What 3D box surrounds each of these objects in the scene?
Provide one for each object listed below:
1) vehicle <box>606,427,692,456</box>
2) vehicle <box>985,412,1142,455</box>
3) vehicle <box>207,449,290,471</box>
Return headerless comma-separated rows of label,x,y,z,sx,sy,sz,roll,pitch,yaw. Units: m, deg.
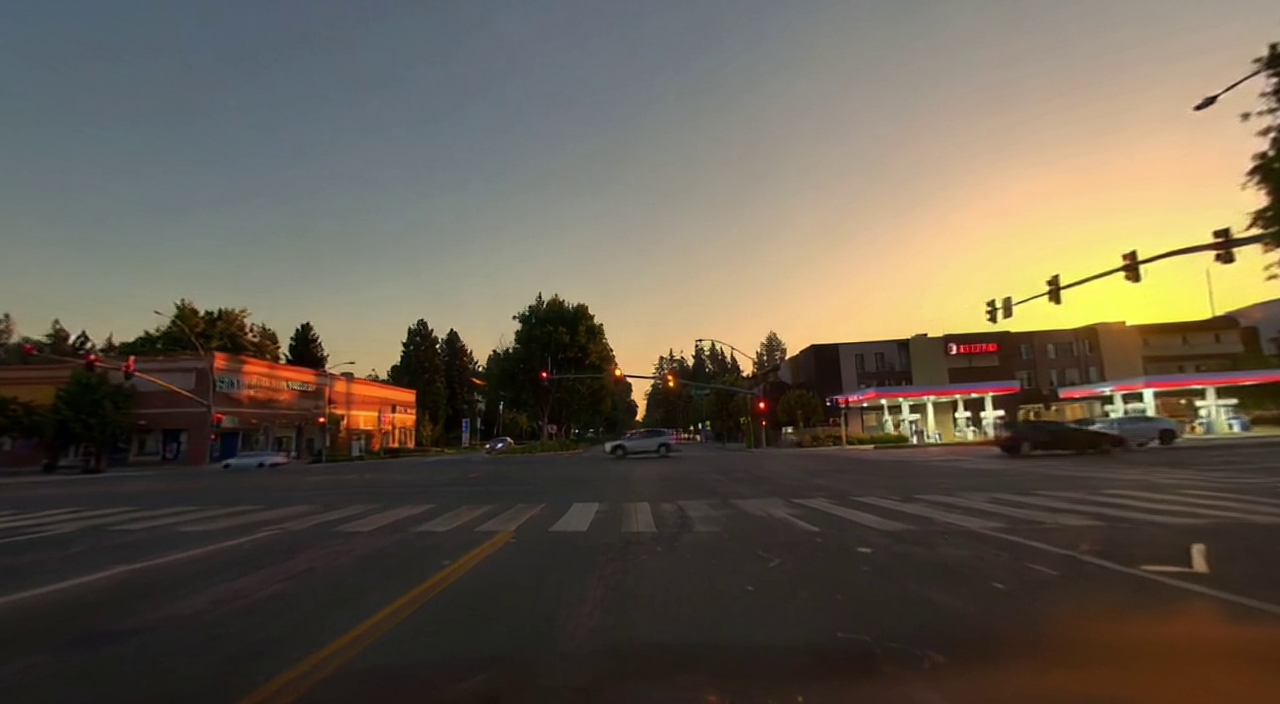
vehicle,0.638,6.191,43.530,5.789,1.893,2.169,-1,-8,4
vehicle,16.708,3.270,25.046,4.775,1.466,1.850,-2,-8,4
vehicle,-27.862,7.654,44.850,4.737,1.479,1.831,-1,-8,4
